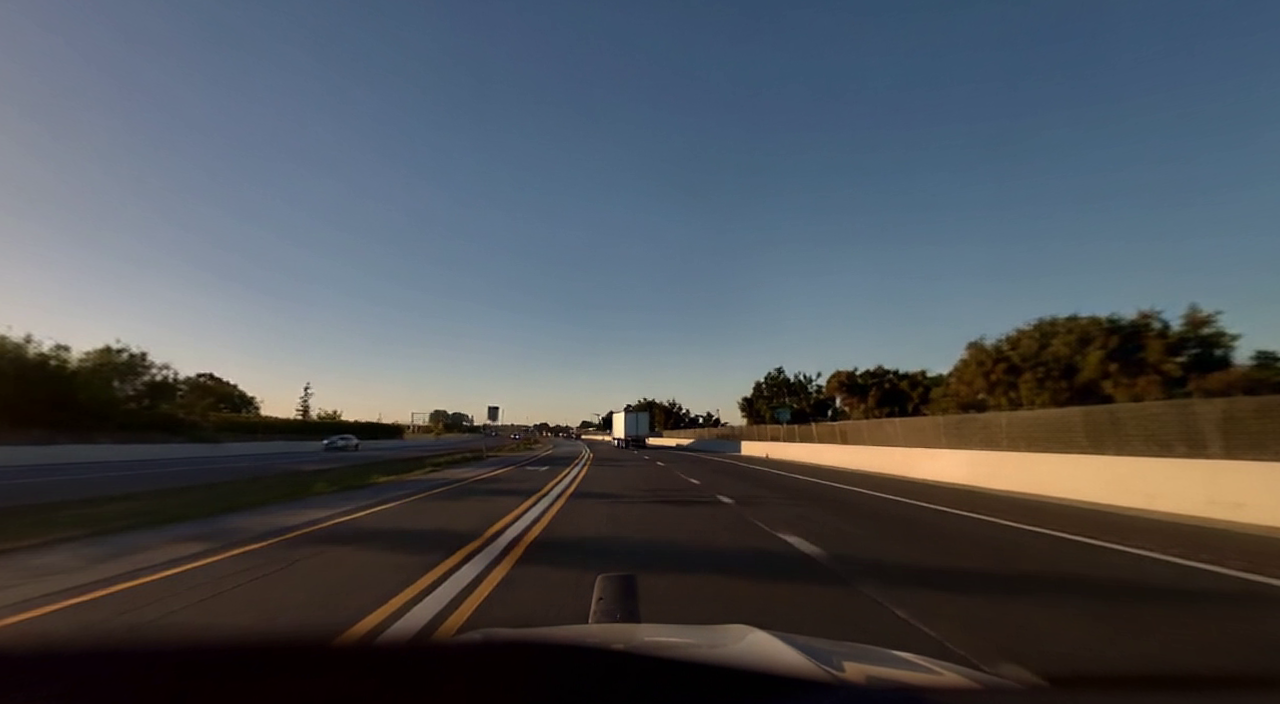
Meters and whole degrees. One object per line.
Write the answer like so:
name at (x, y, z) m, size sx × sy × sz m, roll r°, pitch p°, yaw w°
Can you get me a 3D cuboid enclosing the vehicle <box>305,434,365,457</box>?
vehicle at (-21.476, 6.586, 44.551) m, size 2.083 × 1.487 × 4.759 m, roll 0°, pitch -8°, yaw -3°
